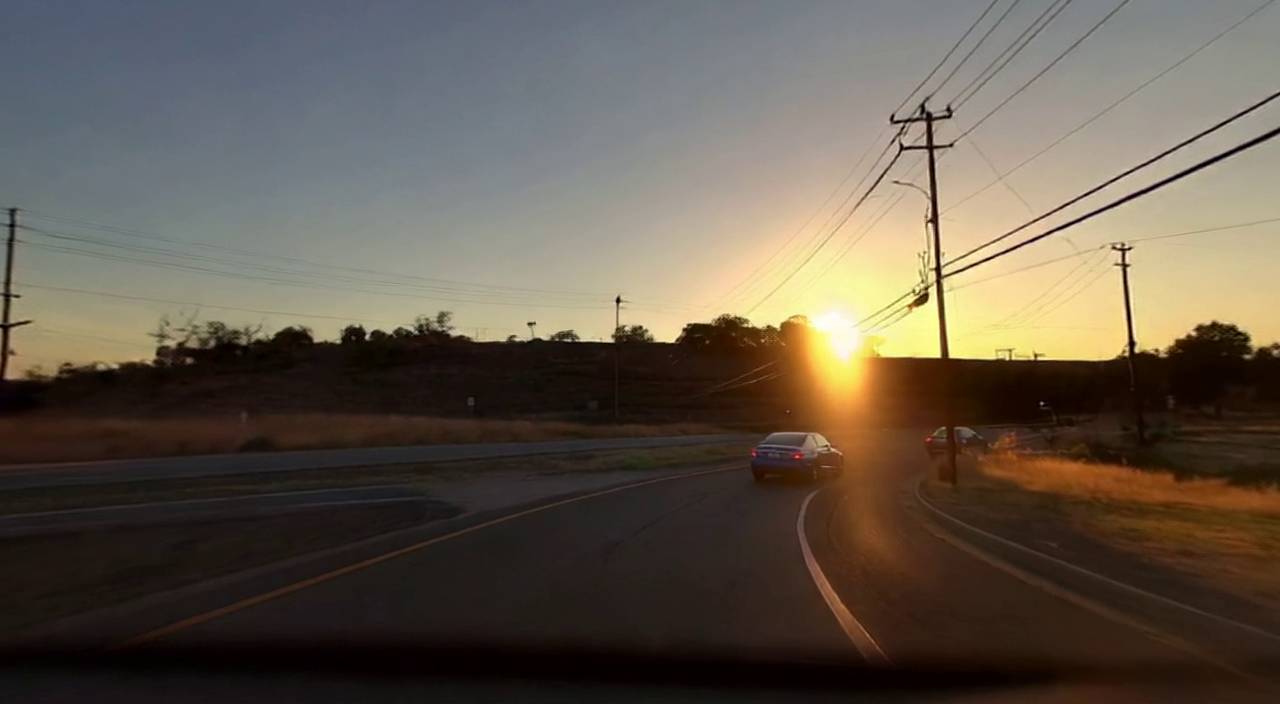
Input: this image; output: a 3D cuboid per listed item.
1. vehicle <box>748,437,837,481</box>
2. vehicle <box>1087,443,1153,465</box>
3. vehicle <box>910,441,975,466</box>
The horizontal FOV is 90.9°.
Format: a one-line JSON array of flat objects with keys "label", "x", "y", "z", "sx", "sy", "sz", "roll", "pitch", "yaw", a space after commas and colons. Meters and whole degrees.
[{"label": "vehicle", "x": 5.620, "y": 3.815, "z": 22.821, "sx": 2.026, "sy": 1.407, "sz": 4.374, "roll": -5, "pitch": -10, "yaw": 28}, {"label": "vehicle", "x": 36.081, "y": 7.672, "z": 47.434, "sx": 4.102, "sy": 1.552, "sz": 1.931, "roll": 3, "pitch": -9, "yaw": -20}, {"label": "vehicle", "x": 18.628, "y": 6.224, "z": 38.764, "sx": 4.307, "sy": 1.465, "sz": 1.836, "roll": 7, "pitch": -11, "yaw": -39}]
